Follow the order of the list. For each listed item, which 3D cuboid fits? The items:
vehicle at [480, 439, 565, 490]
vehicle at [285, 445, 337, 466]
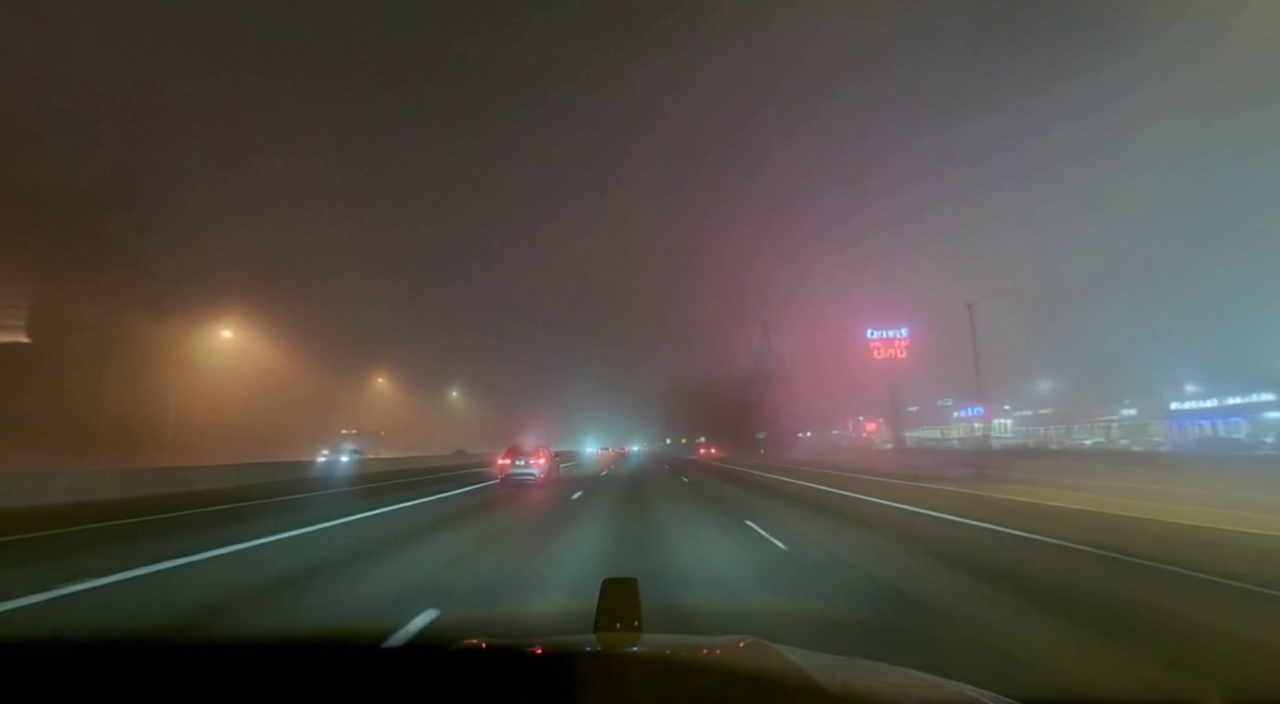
[{"bbox_3d":[-3.767,3.688,21.019,1.939,1.508,4.272,0,-8,1],"label":"vehicle"},{"bbox_3d":[-22.969,7.232,44.192,1.696,1.391,3.458,0,-8,0],"label":"vehicle"}]
